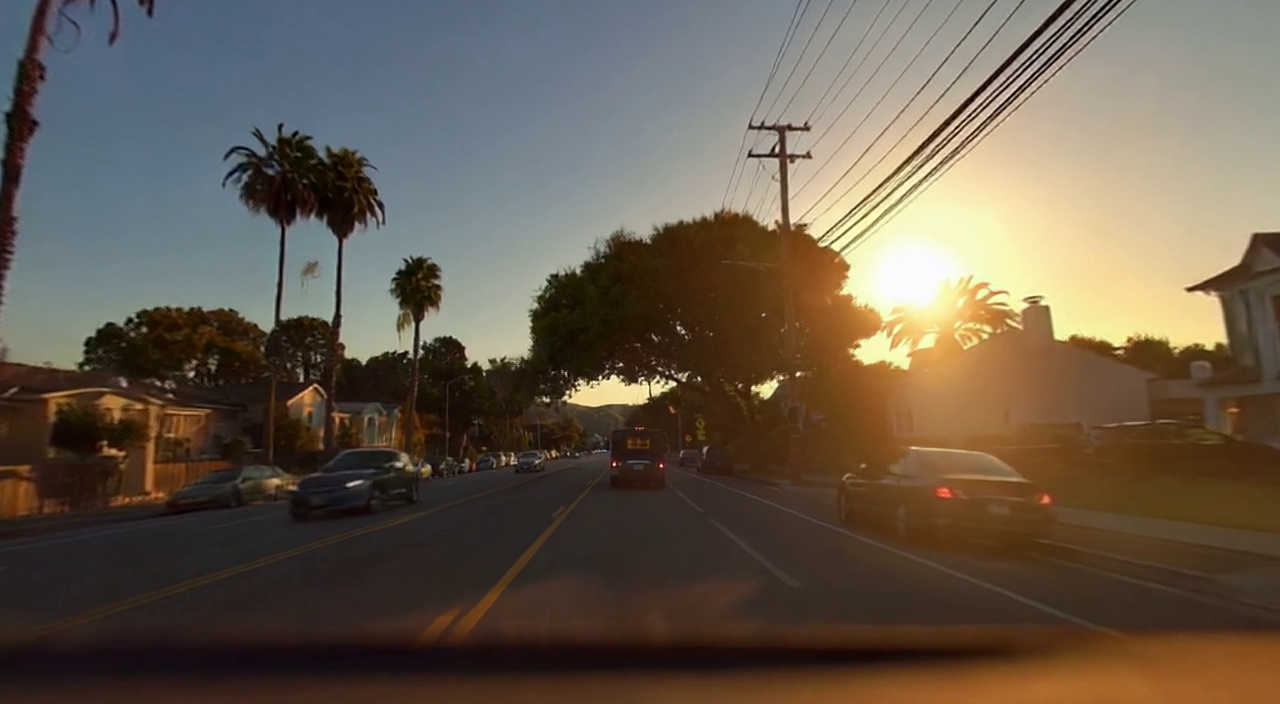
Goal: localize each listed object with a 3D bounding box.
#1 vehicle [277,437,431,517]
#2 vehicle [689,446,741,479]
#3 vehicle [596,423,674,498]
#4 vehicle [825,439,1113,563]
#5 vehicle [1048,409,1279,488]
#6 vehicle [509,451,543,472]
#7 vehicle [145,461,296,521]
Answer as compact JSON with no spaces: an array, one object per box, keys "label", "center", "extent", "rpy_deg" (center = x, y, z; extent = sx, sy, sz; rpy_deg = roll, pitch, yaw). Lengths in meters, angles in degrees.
[{"label":"vehicle","center":[-7.035,3.087,16.126],"extent":[1.993,1.737,4.353],"rpy_deg":[0,-9,-2]},{"label":"vehicle","center":[3.696,5.564,31.913],"extent":[1.946,1.530,4.240],"rpy_deg":[0,-9,-3]},{"label":"vehicle","center":[-0.293,3.365,19.882],"extent":[2.168,2.040,4.527],"rpy_deg":[0,-9,-4]},{"label":"vehicle","center":[4.624,2.119,9.790],"extent":[2.022,1.456,4.246],"rpy_deg":[0,-9,-3]},{"label":"vehicle","center":[13.539,2.424,15.921],"extent":[4.749,1.699,2.311],"rpy_deg":[-2,-9,0]},{"label":"vehicle","center":[-8.391,8.106,46.827],"extent":[1.844,1.453,4.414],"rpy_deg":[0,-9,-2]},{"label":"vehicle","center":[-13.178,4.349,20.238],"extent":[2.004,1.441,4.572],"rpy_deg":[-4,-8,-4]}]
